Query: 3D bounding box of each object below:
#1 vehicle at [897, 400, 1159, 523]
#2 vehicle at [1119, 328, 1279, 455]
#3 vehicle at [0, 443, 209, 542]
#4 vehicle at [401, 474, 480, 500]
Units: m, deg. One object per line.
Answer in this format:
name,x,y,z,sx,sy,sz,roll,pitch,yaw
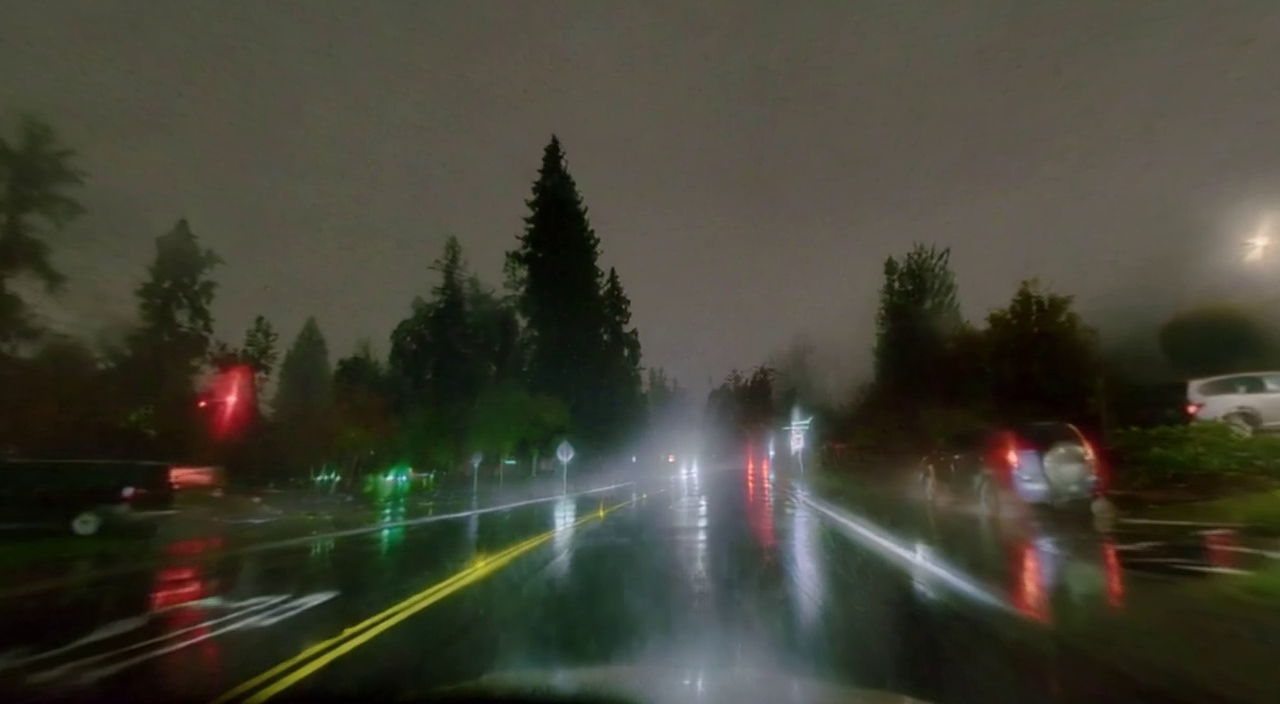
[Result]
vehicle,7.014,2.061,12.274,2.163,1.885,4.804,-1,-8,3
vehicle,11.802,0.605,11.422,4.539,2.010,2.163,-3,-3,-3
vehicle,-12.665,2.946,13.046,5.643,1.759,2.110,1,-19,-6
vehicle,-12.393,8.419,39.407,4.320,1.443,1.867,-1,-8,1
